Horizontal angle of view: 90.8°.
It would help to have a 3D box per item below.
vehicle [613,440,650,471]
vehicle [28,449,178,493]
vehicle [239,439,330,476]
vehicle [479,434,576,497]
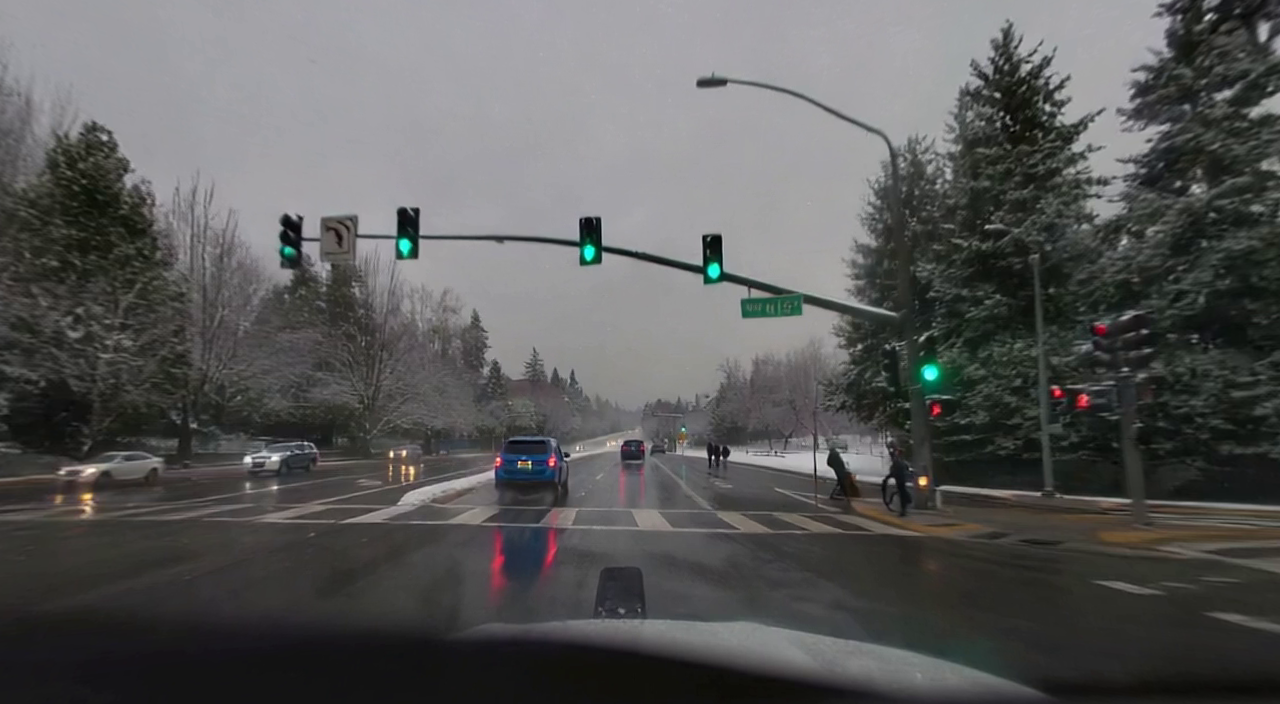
[{"bbox_3d":[-0.522,6.254,38.284,2.077,1.773,4.257,0,-9,-1],"label":"vehicle"},{"bbox_3d":[-19.805,4.370,23.610,1.741,1.434,4.383,0,-9,0],"label":"vehicle"},{"bbox_3d":[-19.571,5.806,35.089,2.090,1.868,4.941,0,-9,0],"label":"vehicle"},{"bbox_3d":[-3.333,3.472,19.648,2.174,1.703,4.231,0,-9,1],"label":"vehicle"}]
